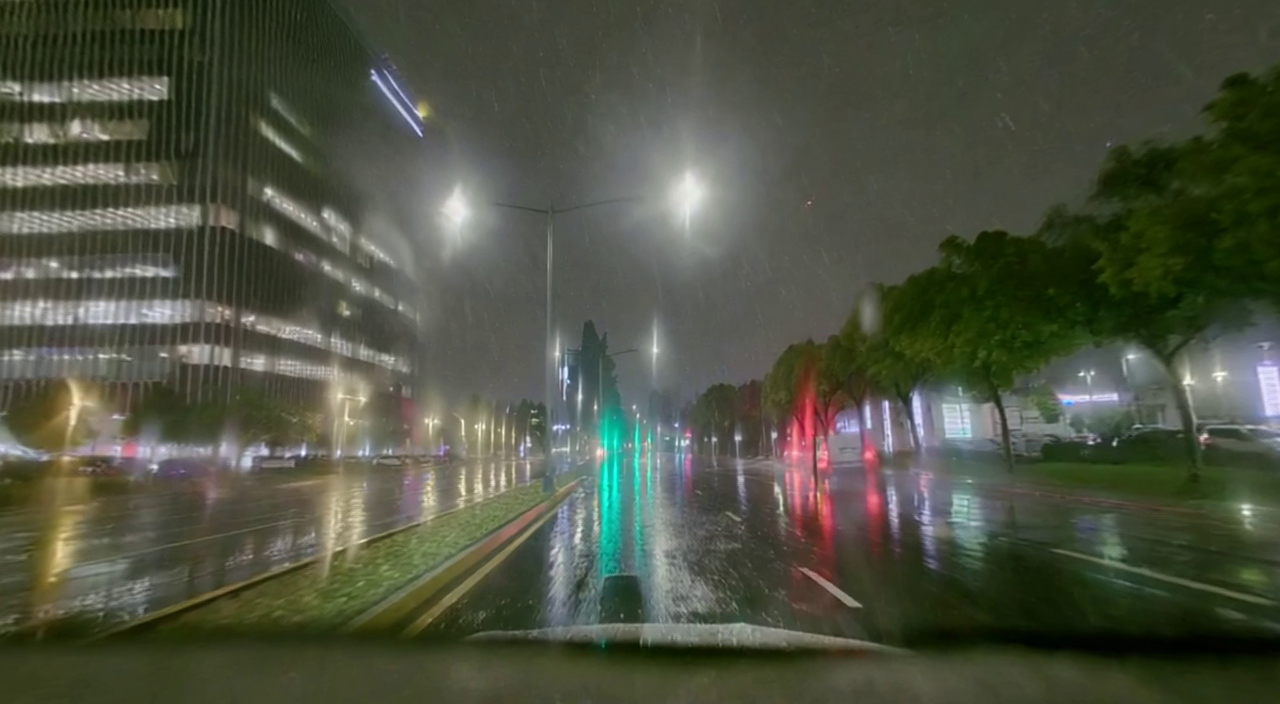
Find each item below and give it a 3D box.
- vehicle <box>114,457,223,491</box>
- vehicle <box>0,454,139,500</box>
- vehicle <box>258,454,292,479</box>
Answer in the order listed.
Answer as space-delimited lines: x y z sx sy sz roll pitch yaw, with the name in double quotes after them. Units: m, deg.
-25.504 6.588 34.293 1.930 1.600 4.411 -13 -14 44 "vehicle"
-25.448 5.545 28.410 2.080 1.812 4.737 0 -8 -3 "vehicle"
-26.923 8.422 46.624 1.969 1.682 4.542 5 -10 -30 "vehicle"
